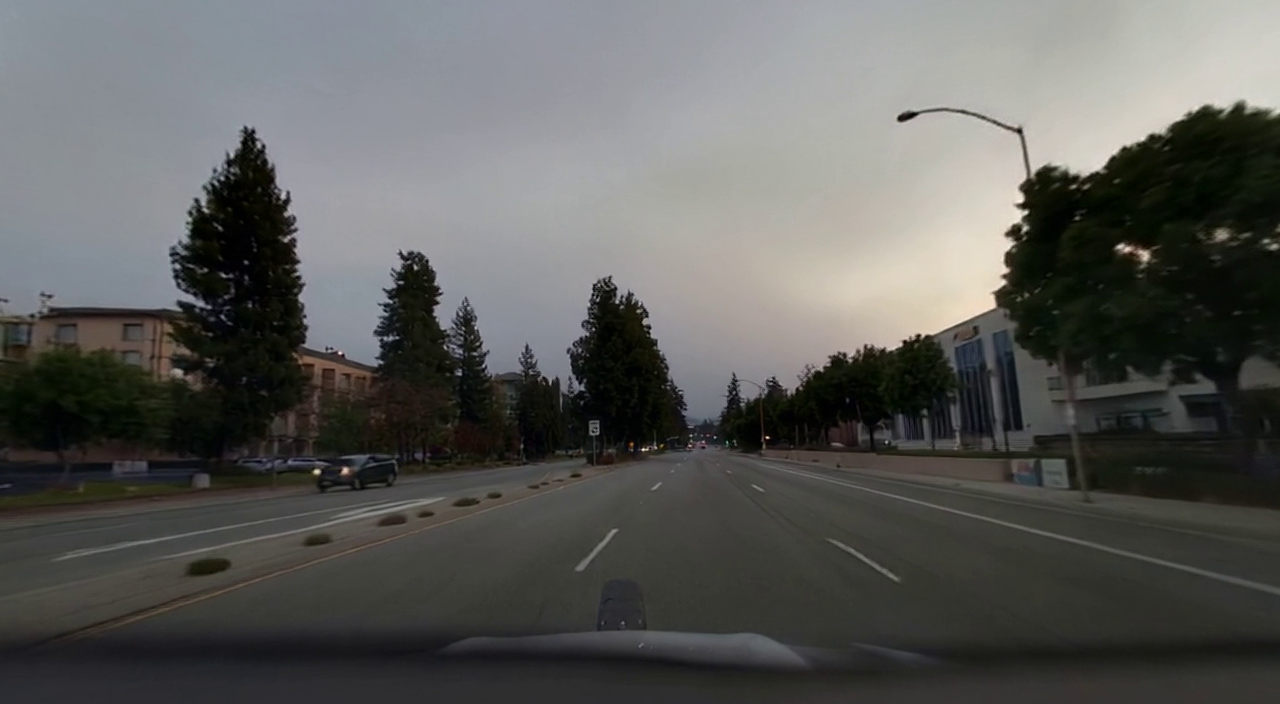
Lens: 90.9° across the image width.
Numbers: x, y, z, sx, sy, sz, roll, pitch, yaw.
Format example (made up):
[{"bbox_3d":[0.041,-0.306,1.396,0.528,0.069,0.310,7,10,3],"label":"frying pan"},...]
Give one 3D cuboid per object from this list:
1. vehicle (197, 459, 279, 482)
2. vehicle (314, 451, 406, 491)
[{"bbox_3d":[-27.238,8.063,42.819,4.380,1.461,1.754,-1,-8,4],"label":"vehicle"},{"bbox_3d":[-13.295,5.629,30.251,1.915,1.721,4.402,-2,-8,8],"label":"vehicle"}]
